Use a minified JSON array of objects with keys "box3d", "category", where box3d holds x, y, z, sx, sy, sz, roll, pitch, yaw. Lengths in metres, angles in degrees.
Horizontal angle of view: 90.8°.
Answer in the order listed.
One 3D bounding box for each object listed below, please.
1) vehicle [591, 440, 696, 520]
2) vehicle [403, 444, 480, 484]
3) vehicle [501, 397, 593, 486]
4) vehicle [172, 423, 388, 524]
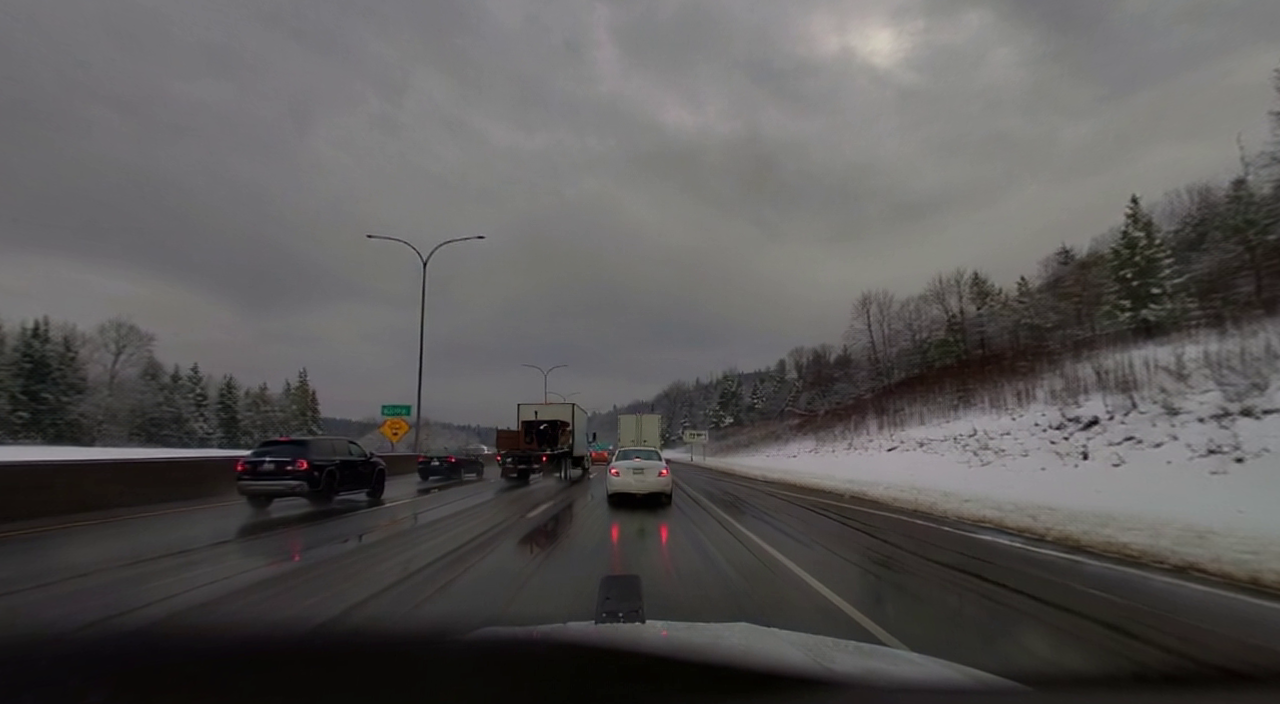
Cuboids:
[{"box3d":[0.044,2.707,13.792,1.995,1.495,3.380,0,-9,-1],"category":"vehicle"},{"box3d":[-8.036,4.559,25.931,1.880,1.512,3.758,-1,-9,1],"category":"vehicle"},{"box3d":[-3.793,3.930,27.594,2.812,3.342,7.248,0,-9,1],"category":"vehicle"},{"box3d":[-7.220,2.481,13.329,1.952,1.746,4.332,0,-9,1],"category":"vehicle"}]
